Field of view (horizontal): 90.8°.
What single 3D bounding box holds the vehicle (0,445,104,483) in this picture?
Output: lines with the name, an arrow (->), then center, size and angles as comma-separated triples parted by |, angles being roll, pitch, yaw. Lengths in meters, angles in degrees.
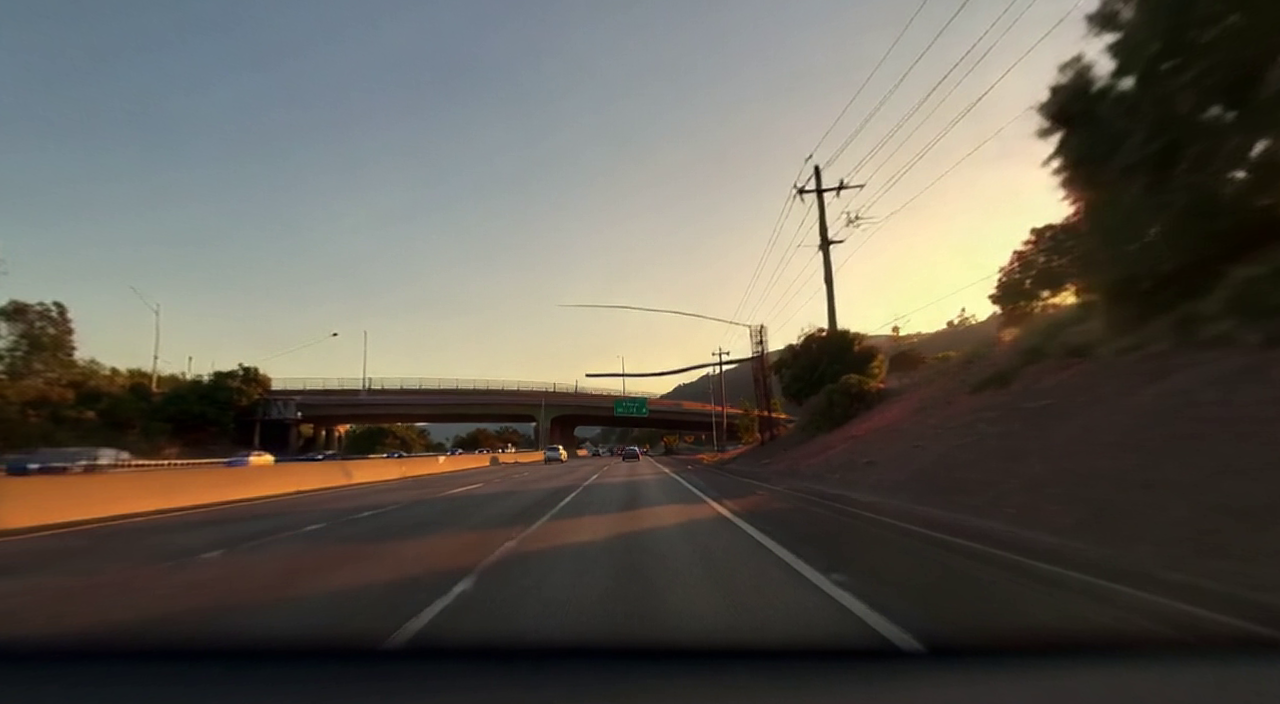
vehicle -> -32.161, 6.039, 34.154 | 1.918, 1.864, 5.160 | -1, -9, -2
